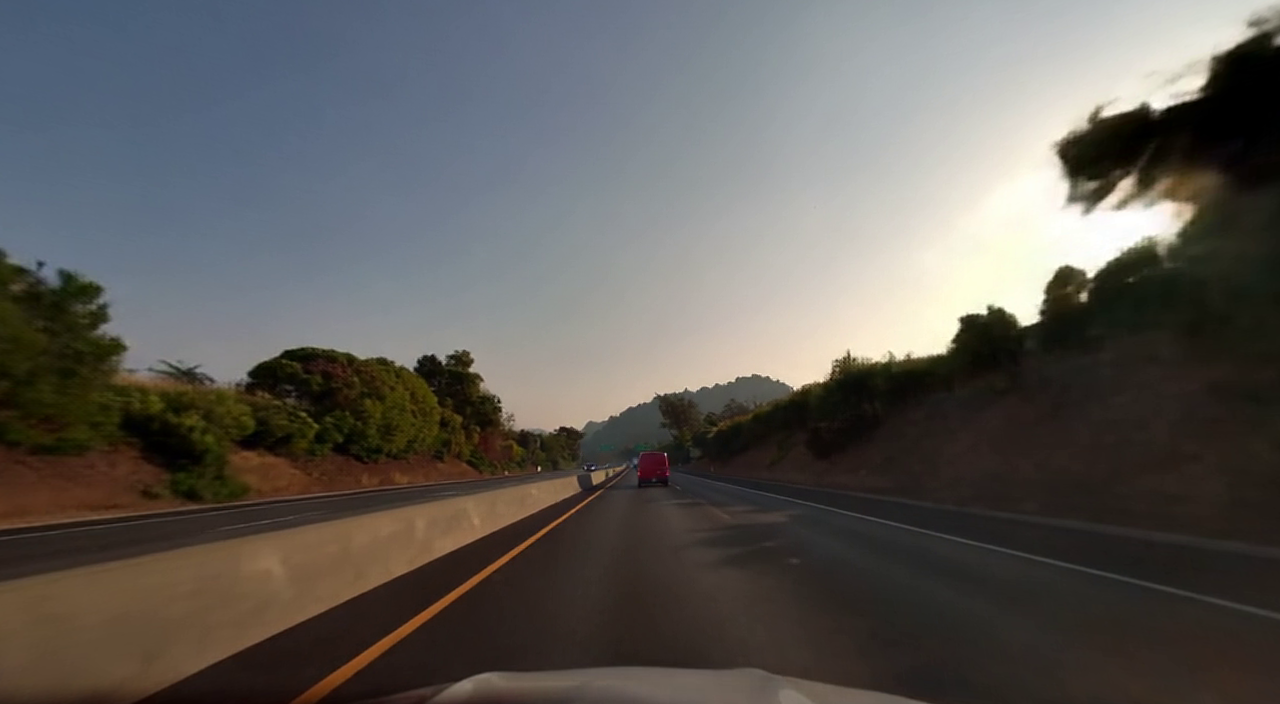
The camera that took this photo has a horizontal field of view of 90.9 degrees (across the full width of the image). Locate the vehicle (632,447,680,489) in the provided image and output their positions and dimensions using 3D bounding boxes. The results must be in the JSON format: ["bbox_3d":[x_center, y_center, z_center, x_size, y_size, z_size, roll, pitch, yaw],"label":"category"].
[{"bbox_3d":[0.832,6.600,35.877,2.429,2.167,4.558,1,-10,-2],"label":"vehicle"}]
